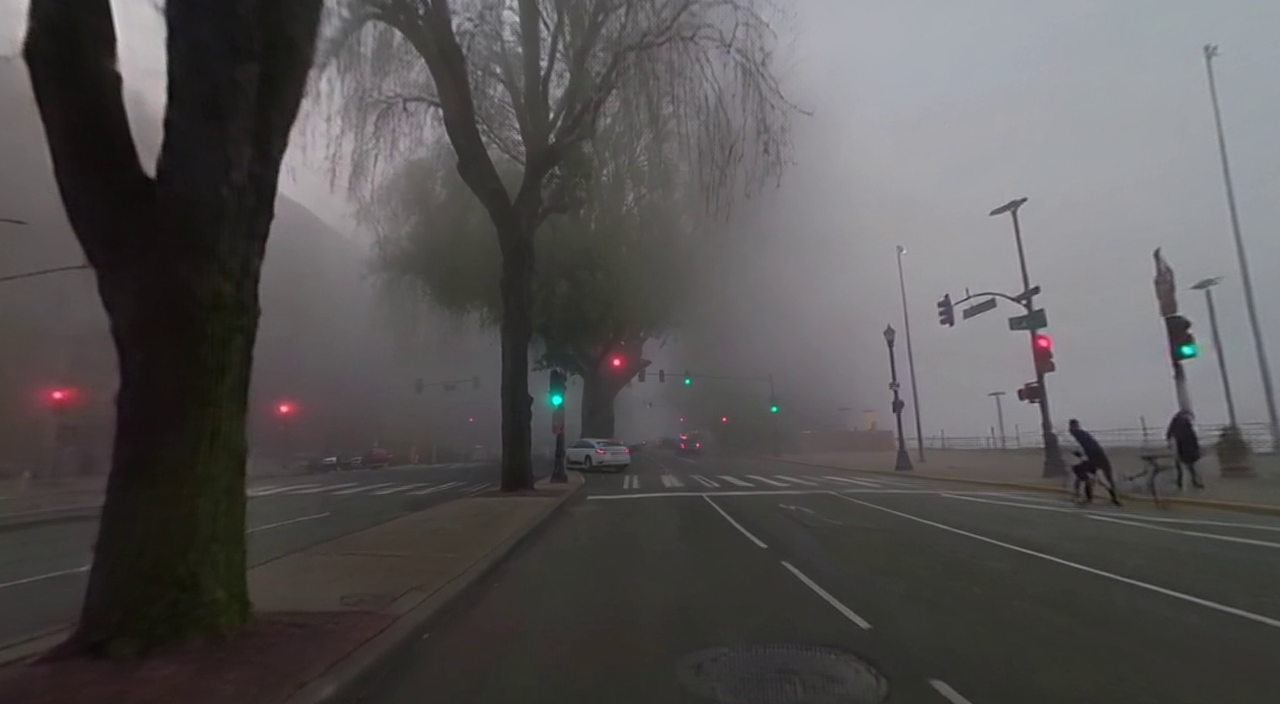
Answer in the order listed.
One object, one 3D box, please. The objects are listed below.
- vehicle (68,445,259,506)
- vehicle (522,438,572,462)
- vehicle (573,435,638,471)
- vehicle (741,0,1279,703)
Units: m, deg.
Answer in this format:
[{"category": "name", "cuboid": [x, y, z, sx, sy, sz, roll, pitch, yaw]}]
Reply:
[{"category": "vehicle", "cuboid": [-14.405, 3.724, 19.476, 1.816, 1.490, 4.417, -4, -7, 17]}, {"category": "vehicle", "cuboid": [-6.101, 6.365, 41.075, 2.036, 1.467, 3.979, 4, -9, -26]}, {"category": "vehicle", "cuboid": [-1.674, 4.621, 29.110, 2.123, 1.544, 4.158, 2, -9, -15]}, {"category": "vehicle", "cuboid": [3.301, -0.080, 3.313, 3.250, 3.731, 13.693, 0, -8, 0]}]
